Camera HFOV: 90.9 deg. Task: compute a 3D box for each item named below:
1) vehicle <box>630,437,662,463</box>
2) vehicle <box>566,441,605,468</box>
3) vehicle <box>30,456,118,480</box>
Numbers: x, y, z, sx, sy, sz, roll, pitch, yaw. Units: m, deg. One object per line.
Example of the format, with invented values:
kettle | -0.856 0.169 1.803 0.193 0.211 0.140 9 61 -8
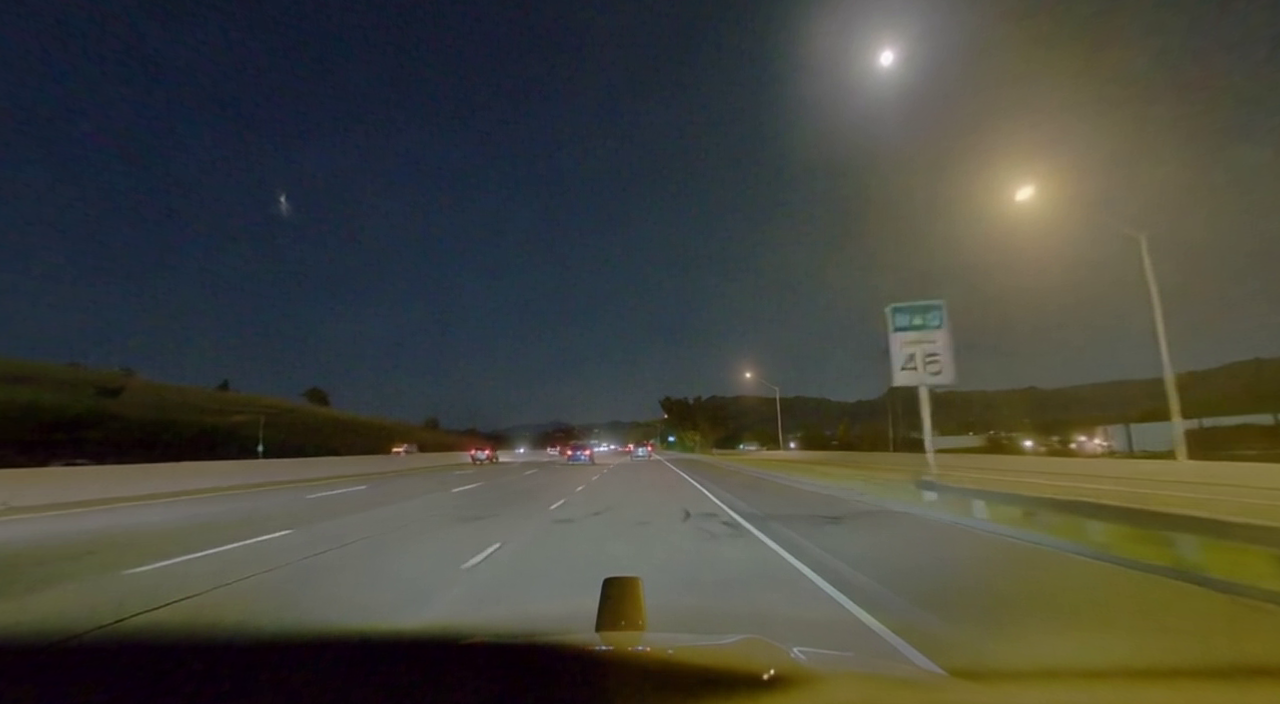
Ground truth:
vehicle | 0.375 7.130 45.919 2.194 1.737 4.127 0 -8 -1
vehicle | -3.328 6.368 39.417 1.967 1.517 4.808 0 -8 1
vehicle | -39.536 8.086 44.184 1.894 1.475 4.624 0 -8 0
